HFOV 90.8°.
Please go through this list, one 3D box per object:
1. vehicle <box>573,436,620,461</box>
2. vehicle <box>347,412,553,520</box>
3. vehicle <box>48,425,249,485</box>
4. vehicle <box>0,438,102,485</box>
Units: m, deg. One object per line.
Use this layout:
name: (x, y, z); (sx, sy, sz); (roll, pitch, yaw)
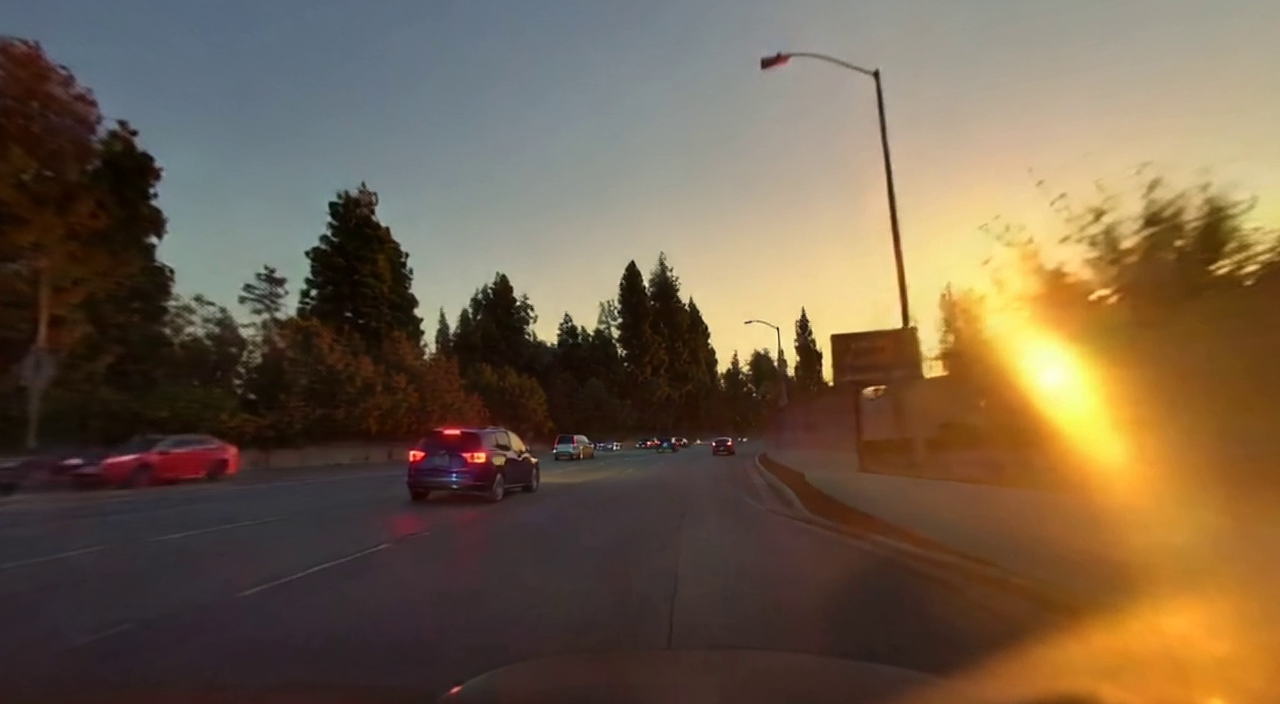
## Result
vehicle: (-2.692, 6.082, 39.816); (1.860, 1.442, 4.332); (0, -9, 11)
vehicle: (-3.326, 2.134, 12.290); (2.082, 1.638, 4.644); (0, -9, 7)
vehicle: (-15.145, 3.223, 19.925); (2.109, 1.607, 4.759); (0, -9, 8)
vehicle: (-21.632, 3.738, 21.803); (1.833, 1.507, 4.465); (0, -9, 8)
